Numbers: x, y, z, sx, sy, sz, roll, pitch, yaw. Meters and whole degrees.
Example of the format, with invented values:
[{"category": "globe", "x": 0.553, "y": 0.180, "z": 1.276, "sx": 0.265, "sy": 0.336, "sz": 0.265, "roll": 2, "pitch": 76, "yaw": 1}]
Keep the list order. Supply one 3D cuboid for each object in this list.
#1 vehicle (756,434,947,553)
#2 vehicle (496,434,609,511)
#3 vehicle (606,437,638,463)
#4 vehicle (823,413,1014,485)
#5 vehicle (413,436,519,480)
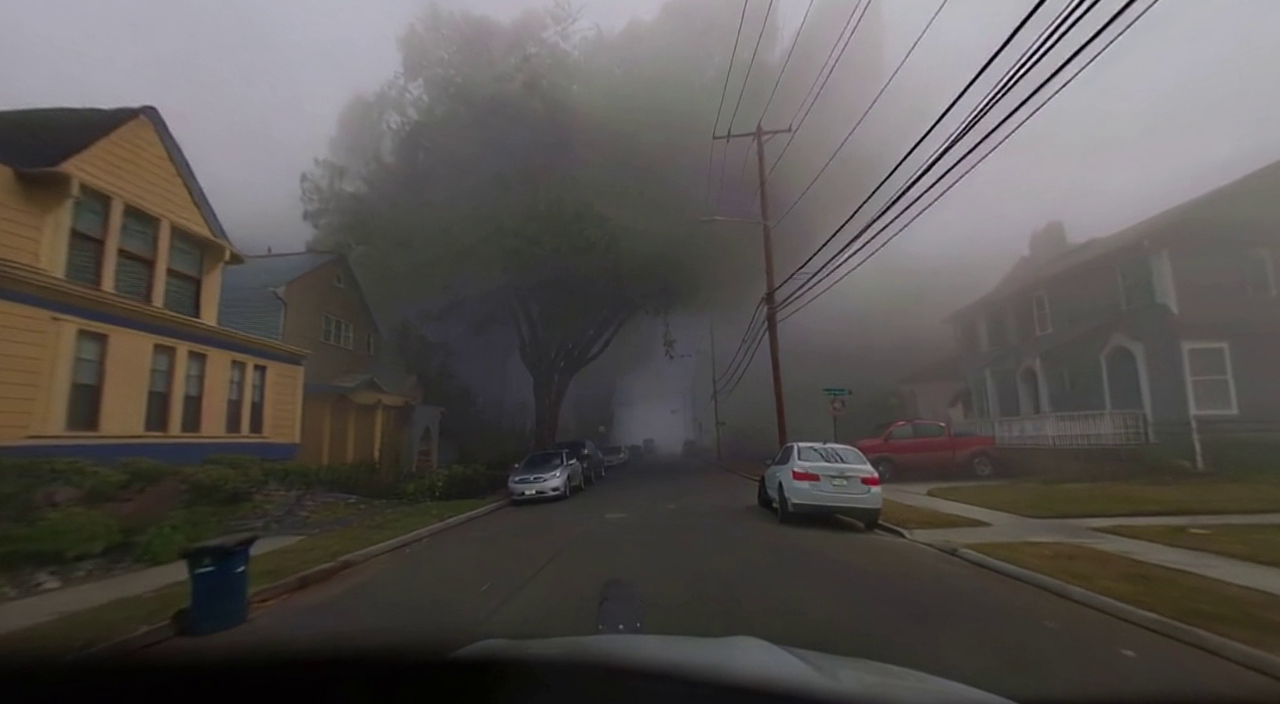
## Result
[{"category": "vehicle", "x": 3.467, "y": 2.333, "z": 11.448, "sx": 2.043, "sy": 1.631, "sz": 4.613, "roll": 0, "pitch": -7, "yaw": 2}, {"category": "vehicle", "x": -2.366, "y": 3.394, "z": 18.528, "sx": 2.204, "sy": 1.655, "sz": 4.813, "roll": -8, "pitch": -8, "yaw": 3}, {"category": "vehicle", "x": -1.312, "y": 7.466, "z": 48.412, "sx": 2.082, "sy": 1.759, "sz": 4.541, "roll": -2, "pitch": -7, "yaw": 3}, {"category": "vehicle", "x": 9.073, "y": 3.196, "z": 21.015, "sx": 5.274, "sy": 2.170, "sz": 2.205, "roll": 1, "pitch": -8, "yaw": 1}, {"category": "vehicle", "x": -7.776, "y": 4.738, "z": 28.501, "sx": 4.088, "sy": 1.779, "sz": 2.109, "roll": 0, "pitch": -7, "yaw": 5}]
